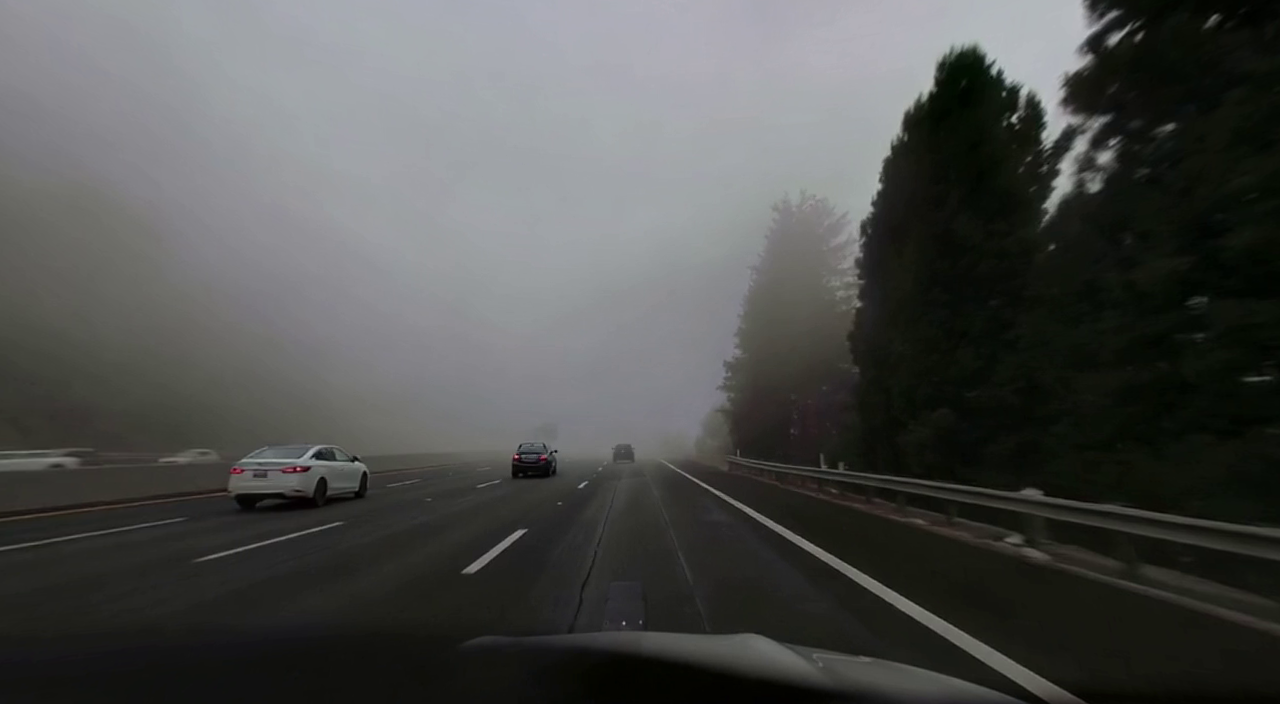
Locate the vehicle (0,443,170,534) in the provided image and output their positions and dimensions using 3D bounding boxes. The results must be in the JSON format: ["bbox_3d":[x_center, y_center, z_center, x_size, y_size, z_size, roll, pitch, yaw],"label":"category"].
[{"bbox_3d":[-11.643,2.470,11.831,2.028,1.499,4.702,0,-8,0],"label":"vehicle"}]

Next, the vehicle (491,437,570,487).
[{"bbox_3d":[-3.776,3.874,22.599,1.991,1.610,4.606,0,-8,0],"label":"vehicle"}]

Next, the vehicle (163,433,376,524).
[{"bbox_3d":[-7.551,2.580,13.450,2.086,1.628,4.039,0,-8,-1],"label":"vehicle"}]

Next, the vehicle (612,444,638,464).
[{"bbox_3d":[-1.199,7.730,47.797,1.881,1.460,3.694,0,-8,-3],"label":"vehicle"}]
